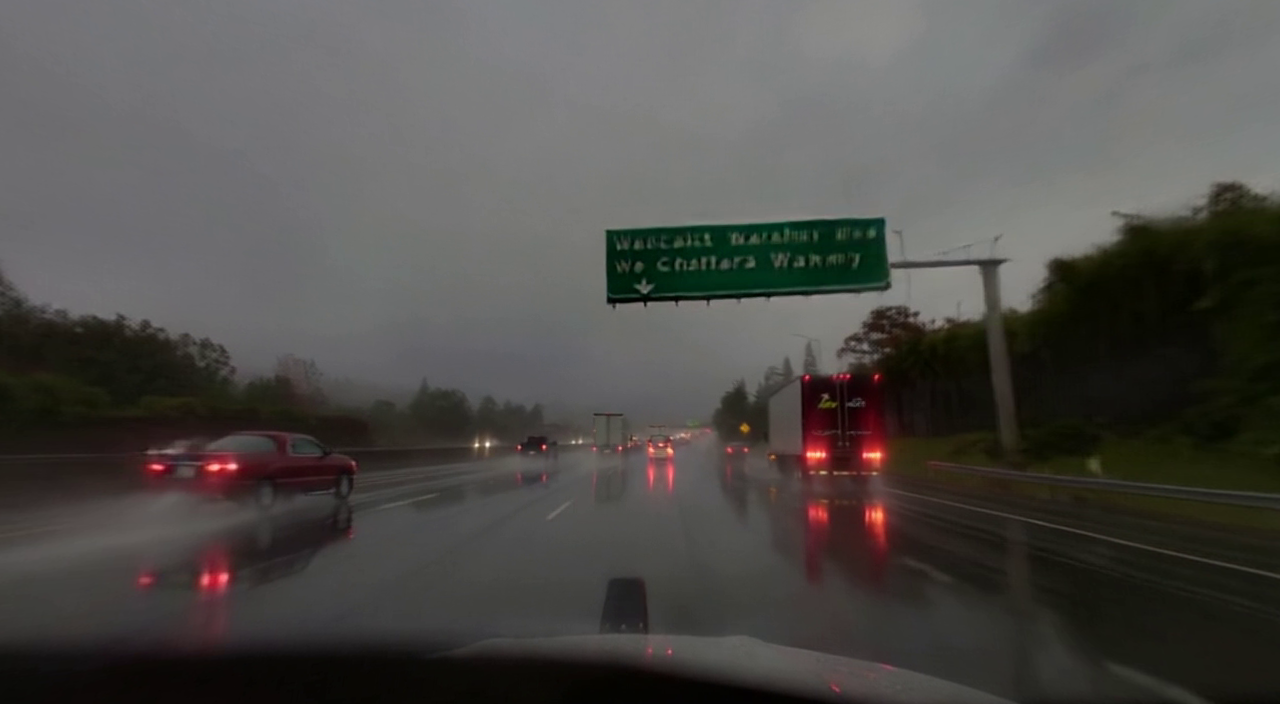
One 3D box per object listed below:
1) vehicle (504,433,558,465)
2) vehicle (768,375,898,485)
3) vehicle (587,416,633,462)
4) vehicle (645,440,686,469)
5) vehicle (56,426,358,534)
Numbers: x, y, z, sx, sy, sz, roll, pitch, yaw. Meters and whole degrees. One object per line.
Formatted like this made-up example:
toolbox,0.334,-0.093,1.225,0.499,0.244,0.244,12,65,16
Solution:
vehicle,-6.763,6.097,39.744,2.272,1.850,5.156,0,-8,2
vehicle,6.901,3.035,23.953,2.895,3.484,7.631,-1,-9,4
vehicle,-2.126,6.668,47.953,2.745,3.156,7.608,0,-8,3
vehicle,1.345,5.551,34.336,2.105,1.502,4.068,0,-8,1
vehicle,-7.079,2.128,11.119,1.950,1.485,4.589,0,-8,2
